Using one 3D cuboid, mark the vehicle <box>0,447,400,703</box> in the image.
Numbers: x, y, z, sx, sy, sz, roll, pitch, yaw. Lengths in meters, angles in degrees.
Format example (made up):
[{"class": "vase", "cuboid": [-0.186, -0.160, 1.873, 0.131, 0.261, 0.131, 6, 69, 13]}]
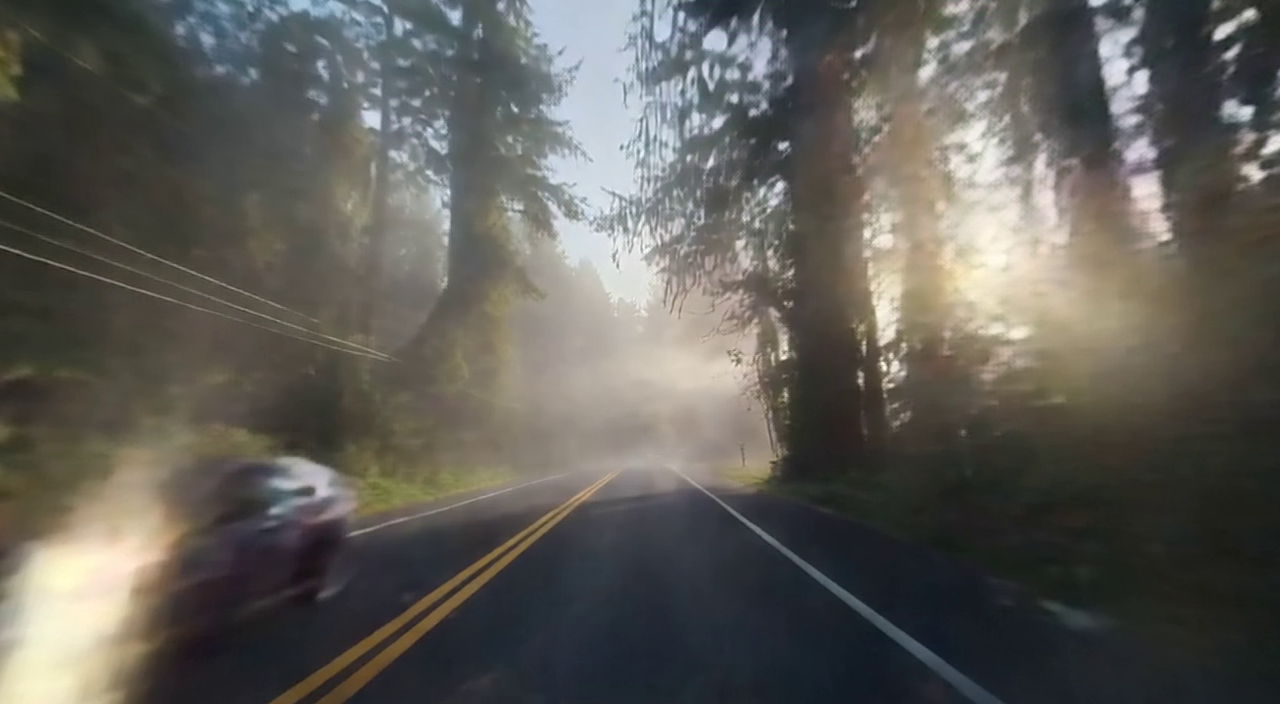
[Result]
[{"class": "vehicle", "cuboid": [-3.676, 1.453, 4.681, 1.937, 1.473, 4.570, 0, -8, 1]}]
